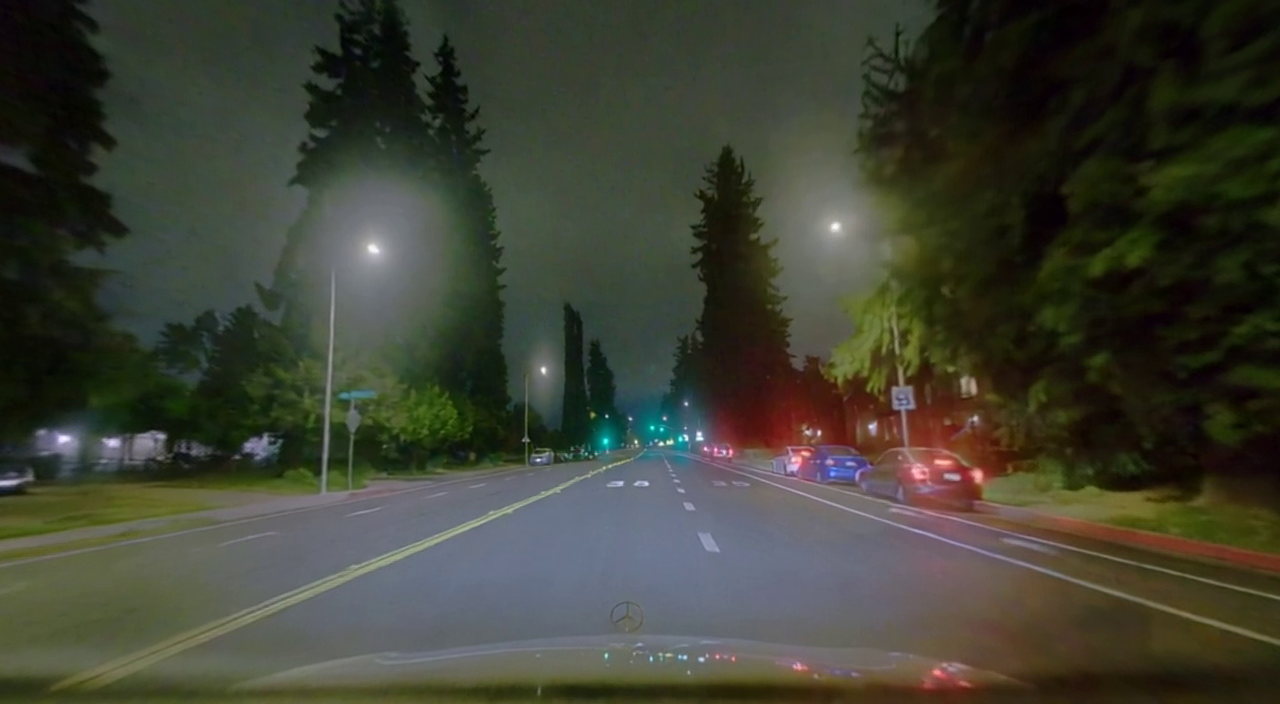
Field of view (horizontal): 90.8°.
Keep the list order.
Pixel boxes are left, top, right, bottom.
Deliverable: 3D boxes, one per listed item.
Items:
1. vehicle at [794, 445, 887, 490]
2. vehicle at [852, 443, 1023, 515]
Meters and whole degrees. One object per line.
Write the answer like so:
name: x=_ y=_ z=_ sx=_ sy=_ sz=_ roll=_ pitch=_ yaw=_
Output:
vehicle: x=7.199 y=4.162 z=23.236 sx=2.001 sy=1.454 sz=4.494 roll=0 pitch=-8 yaw=1
vehicle: x=6.989 y=3.000 z=15.536 sx=1.940 sy=1.481 sz=4.650 roll=0 pitch=-8 yaw=0
